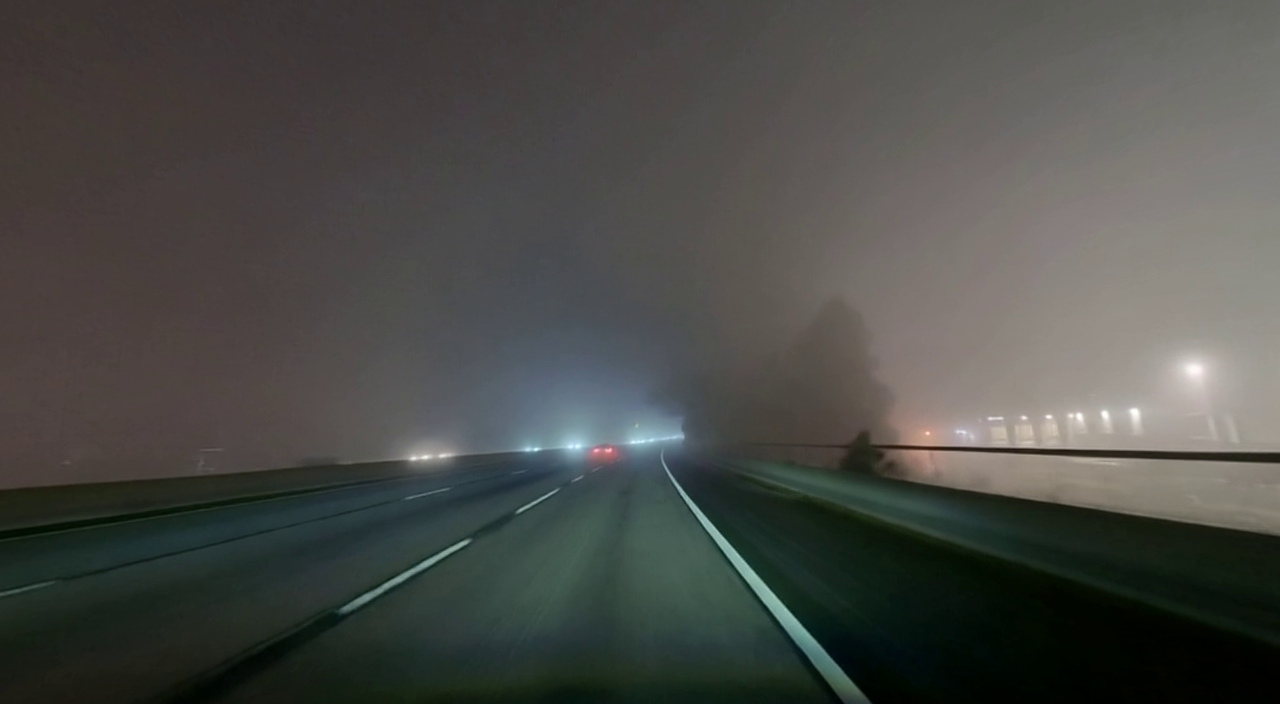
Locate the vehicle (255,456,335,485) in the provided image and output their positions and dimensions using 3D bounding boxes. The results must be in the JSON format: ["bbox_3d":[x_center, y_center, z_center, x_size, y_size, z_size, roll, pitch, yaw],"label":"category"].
[{"bbox_3d":[-19.950,6.844,36.494,1.961,1.536,4.595,-1,-9,1],"label":"vehicle"}]
